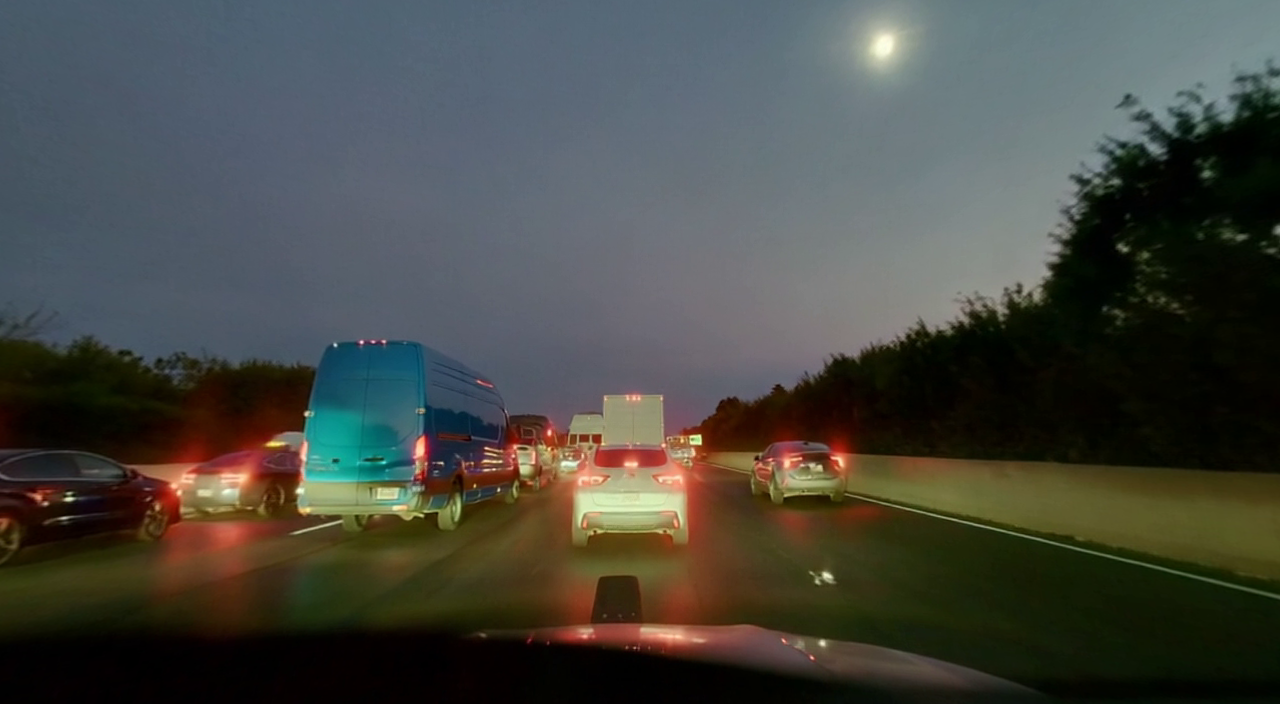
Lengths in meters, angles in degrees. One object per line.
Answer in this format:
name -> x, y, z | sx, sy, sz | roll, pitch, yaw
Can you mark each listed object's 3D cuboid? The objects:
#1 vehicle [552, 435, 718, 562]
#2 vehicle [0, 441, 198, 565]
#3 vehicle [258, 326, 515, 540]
vehicle -> -0.094, 2.040, 9.387 | 1.995, 1.495, 3.380 | 0, -9, -1
vehicle -> -8.825, 2.042, 8.885 | 1.899, 1.503, 4.466 | -1, -9, 1
vehicle -> -4.072, 1.578, 11.928 | 2.254, 2.879, 6.656 | 0, -9, -2
